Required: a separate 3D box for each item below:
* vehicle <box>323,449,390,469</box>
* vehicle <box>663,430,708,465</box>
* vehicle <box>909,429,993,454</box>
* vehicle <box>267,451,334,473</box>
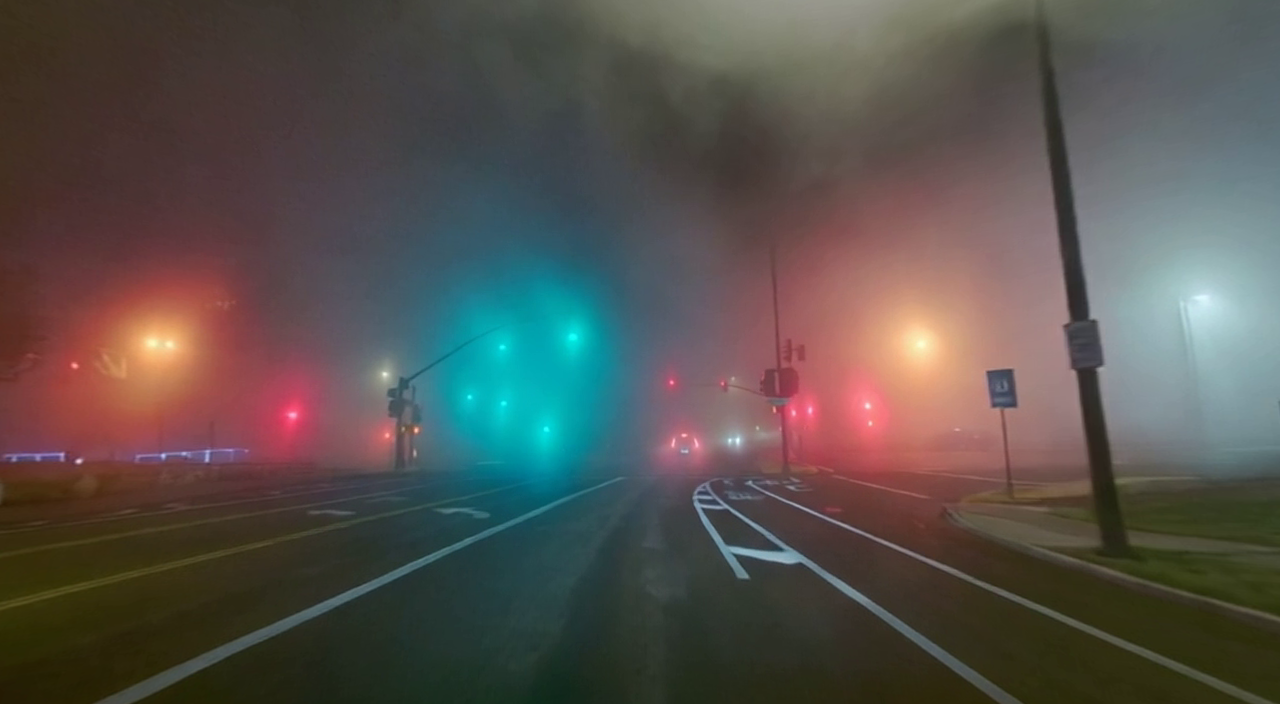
[{"bbox_3d":[-21.847,8.216,48.676,4.601,1.521,1.941,-4,-9,22],"label":"vehicle"},{"bbox_3d":[2.578,5.285,35.074,2.230,1.827,4.298,-1,-8,7],"label":"vehicle"},{"bbox_3d":[21.134,6.128,43.201,4.952,1.517,1.997,-5,-7,23],"label":"vehicle"},{"bbox_3d":[-25.274,8.159,47.050,4.359,1.508,1.980,-4,-9,22],"label":"vehicle"}]
